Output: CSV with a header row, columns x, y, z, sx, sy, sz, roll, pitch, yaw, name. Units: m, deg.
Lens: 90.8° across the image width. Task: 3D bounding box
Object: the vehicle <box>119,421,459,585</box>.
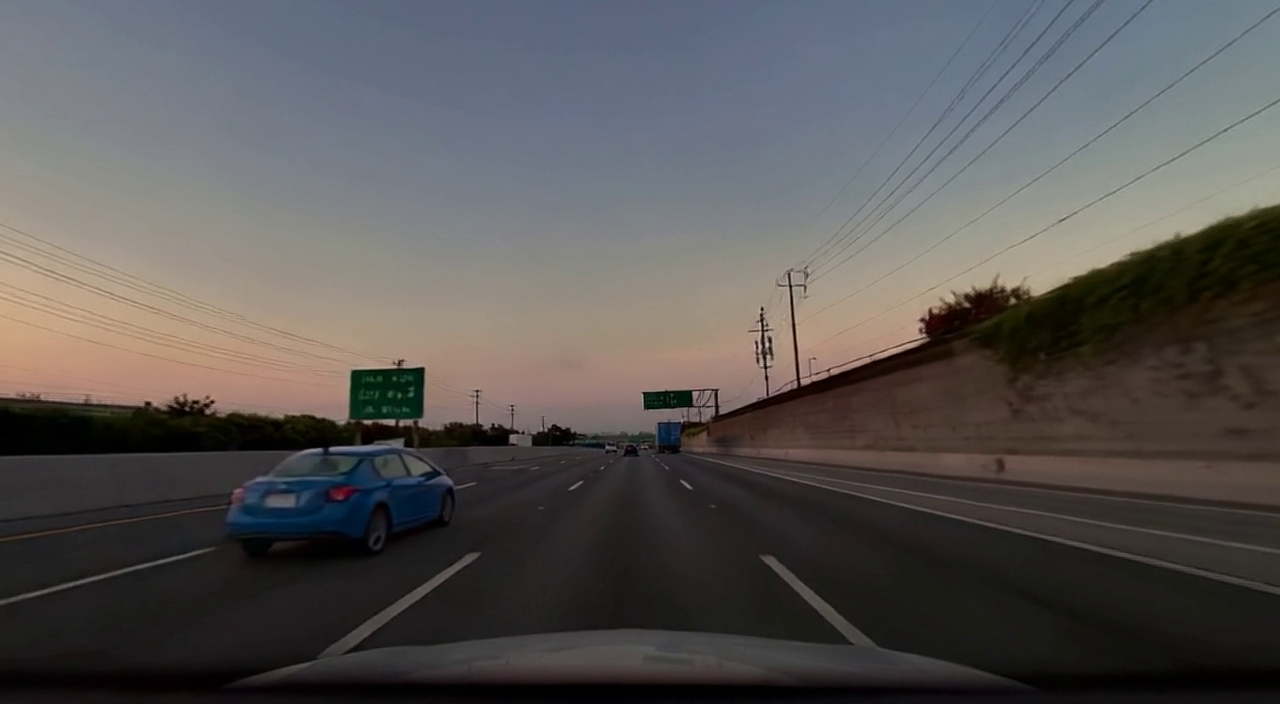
x,y,z,sx,sy,sz,roll,pitch,yaw,name
-3.978,1.774,8.217,2.009,1.533,4.175,-1,-9,0,vehicle
